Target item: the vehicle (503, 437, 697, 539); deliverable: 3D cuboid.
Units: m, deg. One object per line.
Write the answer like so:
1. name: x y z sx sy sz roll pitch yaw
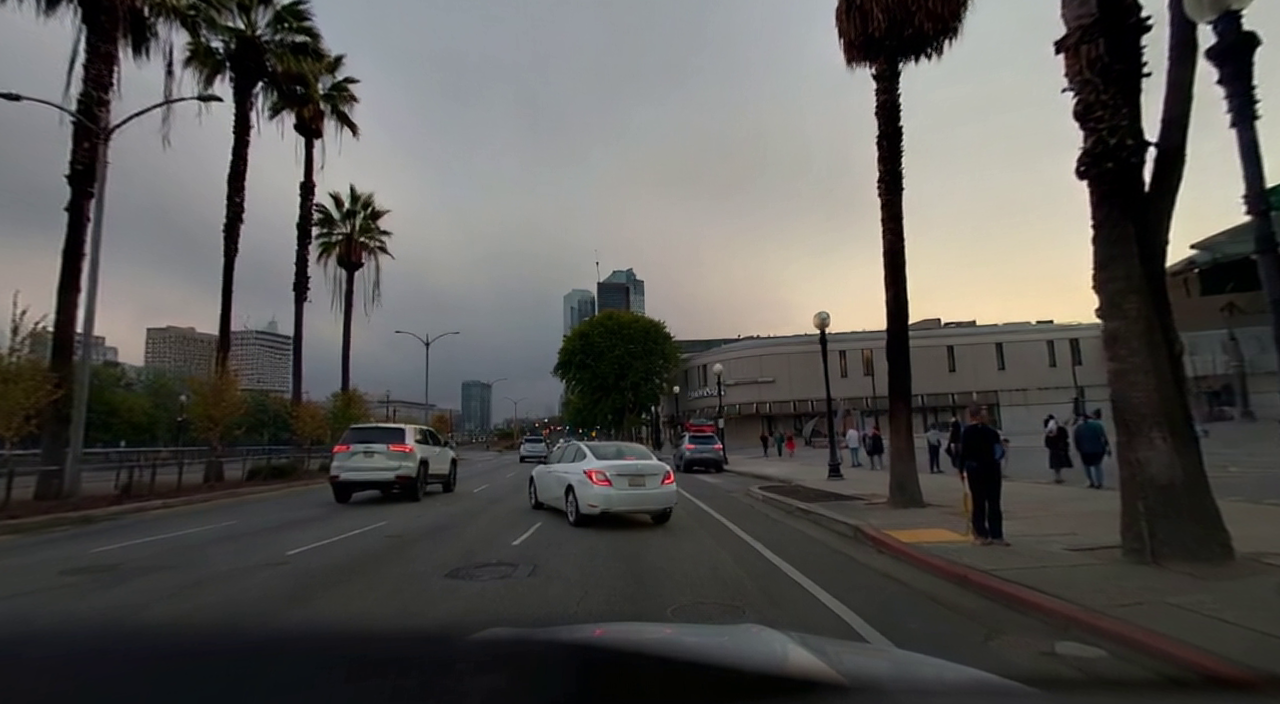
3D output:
1. vehicle: -1.000 2.383 11.846 1.930 1.477 4.657 4 -9 -27

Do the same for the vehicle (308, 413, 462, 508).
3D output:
1. vehicle: -6.383 2.790 16.652 2.164 2.047 5.455 0 -8 -5

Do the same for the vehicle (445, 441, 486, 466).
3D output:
1. vehicle: -11.947 6.956 43.491 1.930 1.583 4.423 0 -8 -5

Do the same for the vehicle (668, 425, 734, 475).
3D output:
1. vehicle: 2.775 4.645 29.979 2.126 2.167 5.098 1 -9 -6
